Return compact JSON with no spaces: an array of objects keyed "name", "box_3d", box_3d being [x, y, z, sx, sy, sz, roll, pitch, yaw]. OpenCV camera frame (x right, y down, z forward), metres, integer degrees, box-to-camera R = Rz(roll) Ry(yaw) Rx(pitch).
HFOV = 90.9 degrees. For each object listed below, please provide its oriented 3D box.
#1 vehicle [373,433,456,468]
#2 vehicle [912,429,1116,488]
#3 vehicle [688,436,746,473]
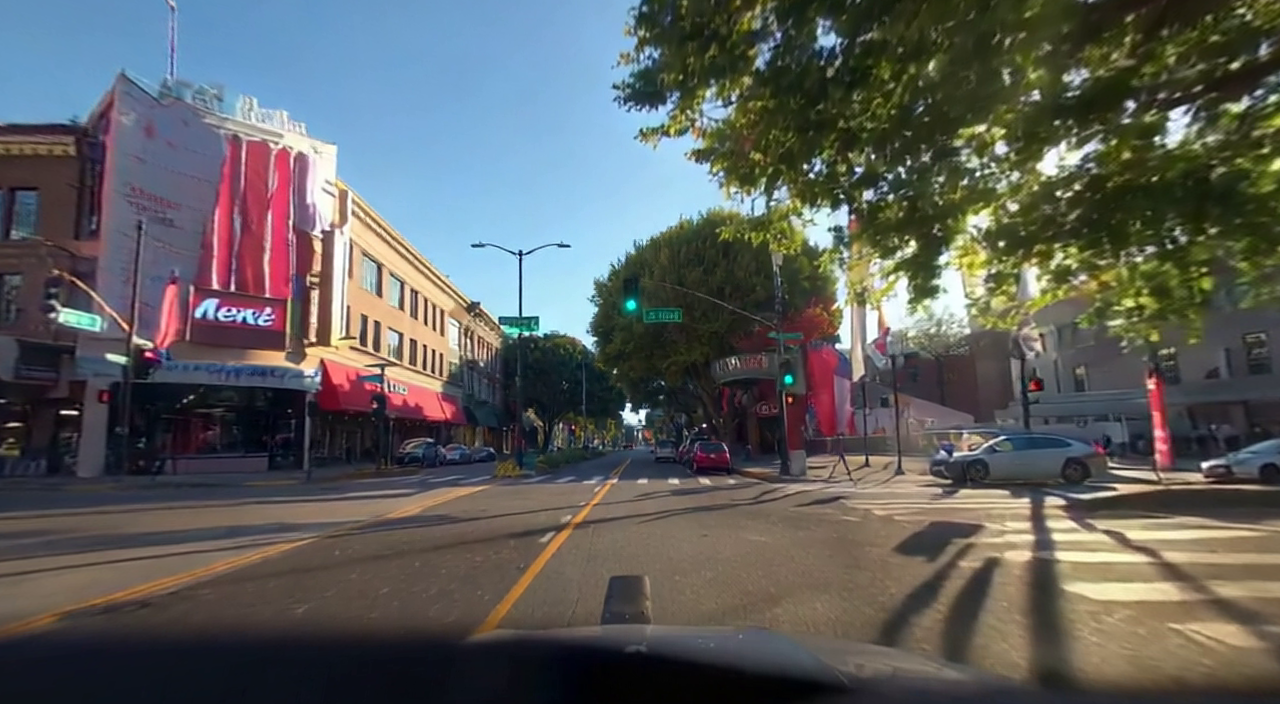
[{"name":"vehicle","box_3d":[-12.454,5.388,34.756,4.447,1.790,2.206,-6,-9,38]},{"name":"vehicle","box_3d":[10.201,2.907,17.476,4.330,1.517,2.045,0,-7,0]},{"name":"vehicle","box_3d":[3.426,4.636,28.926,2.120,1.560,4.402,0,-7,0]}]
